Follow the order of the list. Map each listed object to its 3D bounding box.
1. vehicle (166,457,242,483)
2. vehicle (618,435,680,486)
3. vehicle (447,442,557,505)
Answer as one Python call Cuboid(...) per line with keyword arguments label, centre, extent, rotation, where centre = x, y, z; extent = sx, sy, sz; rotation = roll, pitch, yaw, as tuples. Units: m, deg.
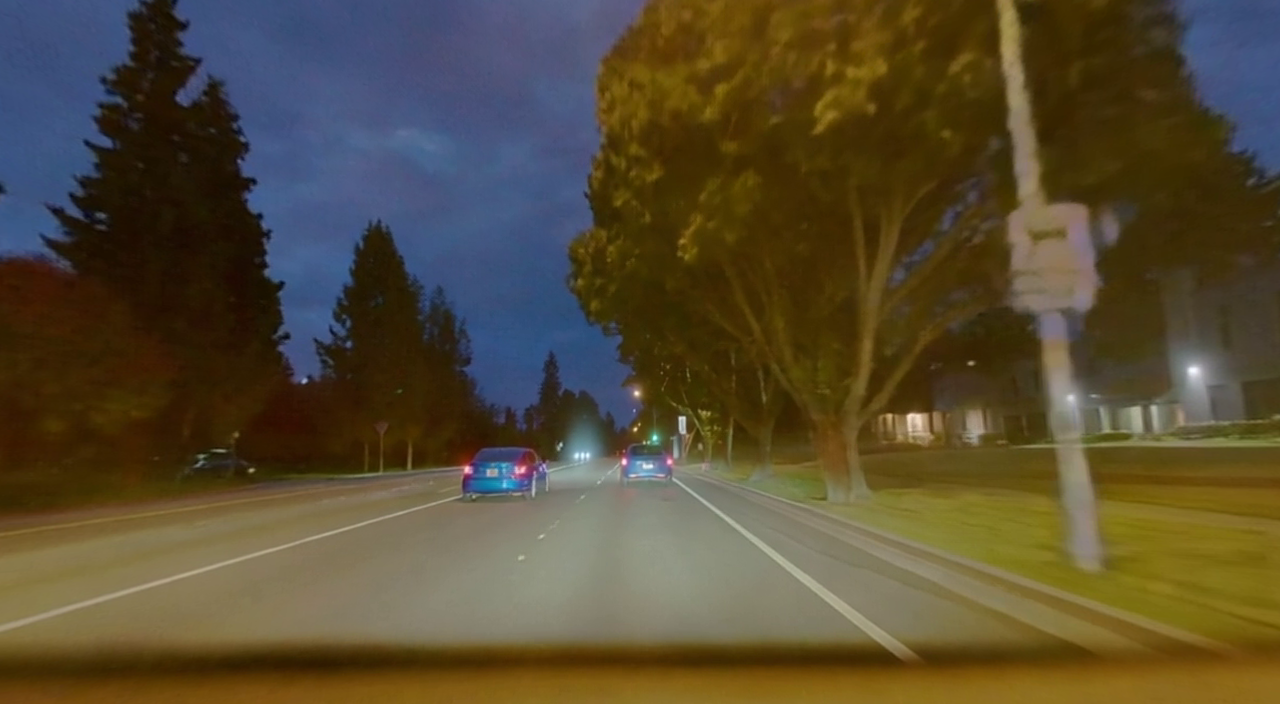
Cuboid(label="vehicle", centre=(-28.017, 7.567, 40.592), extent=(1.826, 1.464, 4.533), rotation=(0, -9, -3))
Cuboid(label="vehicle", centre=(0.271, 4.205, 24.676), extent=(2.215, 1.799, 4.426), rotation=(0, -9, -1))
Cuboid(label="vehicle", centre=(-3.531, 3.176, 16.919), extent=(2.036, 1.447, 4.044), rotation=(0, -9, 0))
